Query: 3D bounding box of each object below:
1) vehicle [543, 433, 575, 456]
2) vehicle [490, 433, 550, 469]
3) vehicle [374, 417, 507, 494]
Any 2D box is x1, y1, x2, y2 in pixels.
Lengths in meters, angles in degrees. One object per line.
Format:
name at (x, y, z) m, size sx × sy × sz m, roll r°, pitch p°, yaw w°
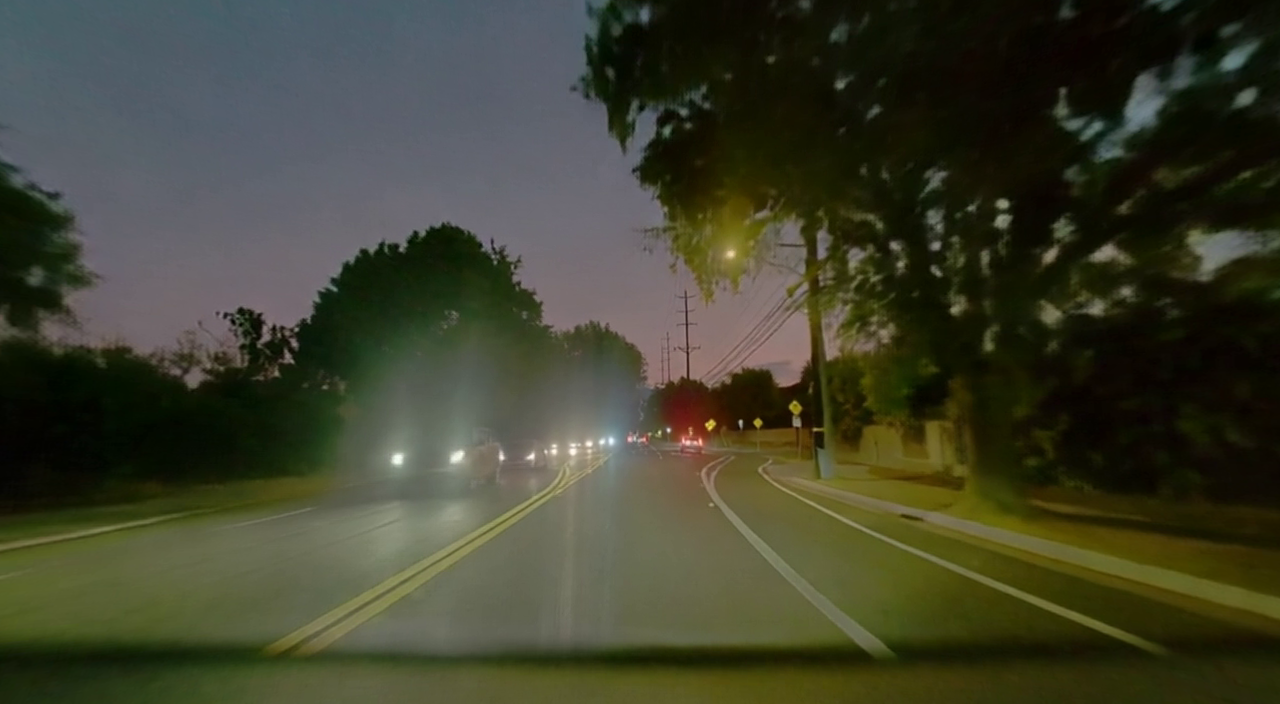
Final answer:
vehicle at (-6.093, 7.023, 47.881) m, size 2.001 × 1.616 × 4.064 m, roll 0°, pitch -8°, yaw -1°
vehicle at (-5.246, 4.395, 28.152) m, size 1.909 × 1.463 × 4.569 m, roll 0°, pitch -8°, yaw -2°
vehicle at (-5.217, 2.795, 17.285) m, size 2.228 × 1.792 × 4.397 m, roll 0°, pitch -8°, yaw -1°
